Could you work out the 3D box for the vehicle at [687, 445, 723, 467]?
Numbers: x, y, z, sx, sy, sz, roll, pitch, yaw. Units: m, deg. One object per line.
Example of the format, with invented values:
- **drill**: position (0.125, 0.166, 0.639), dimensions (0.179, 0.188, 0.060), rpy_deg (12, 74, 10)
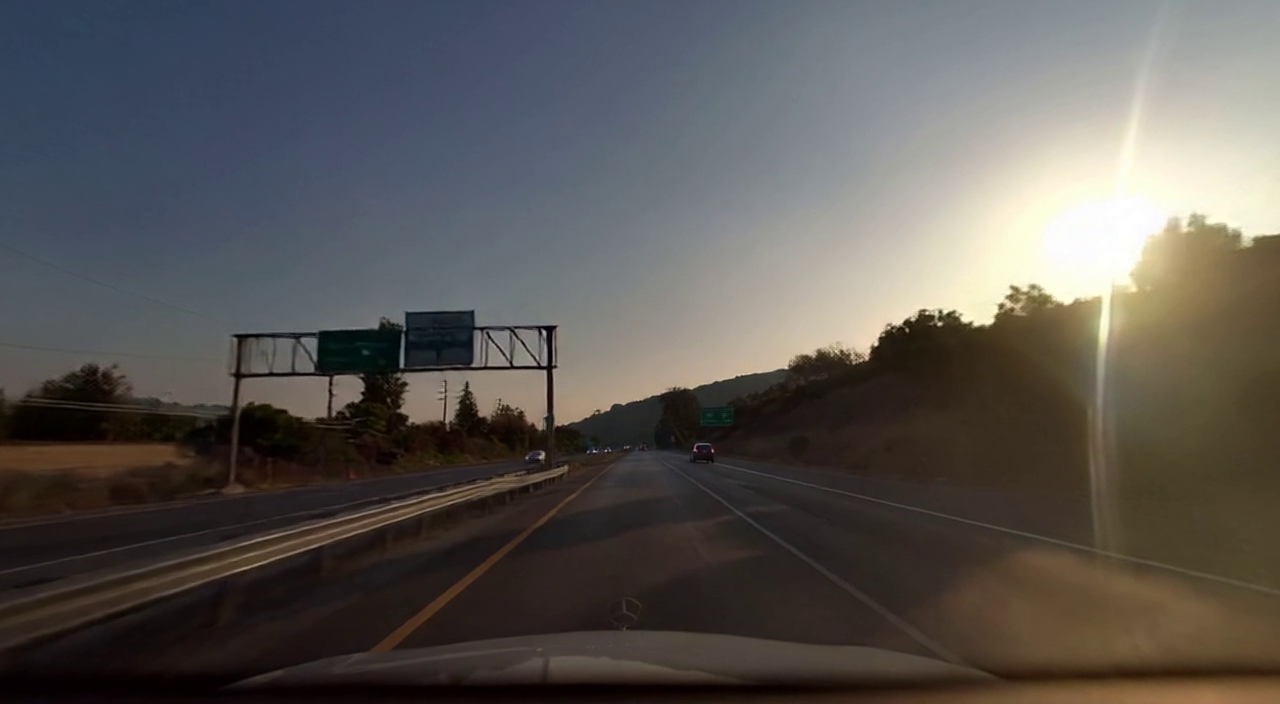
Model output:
- **vehicle**: position (4.287, 6.890, 41.787), dimensions (1.923, 1.408, 3.835), rpy_deg (0, -9, -1)
